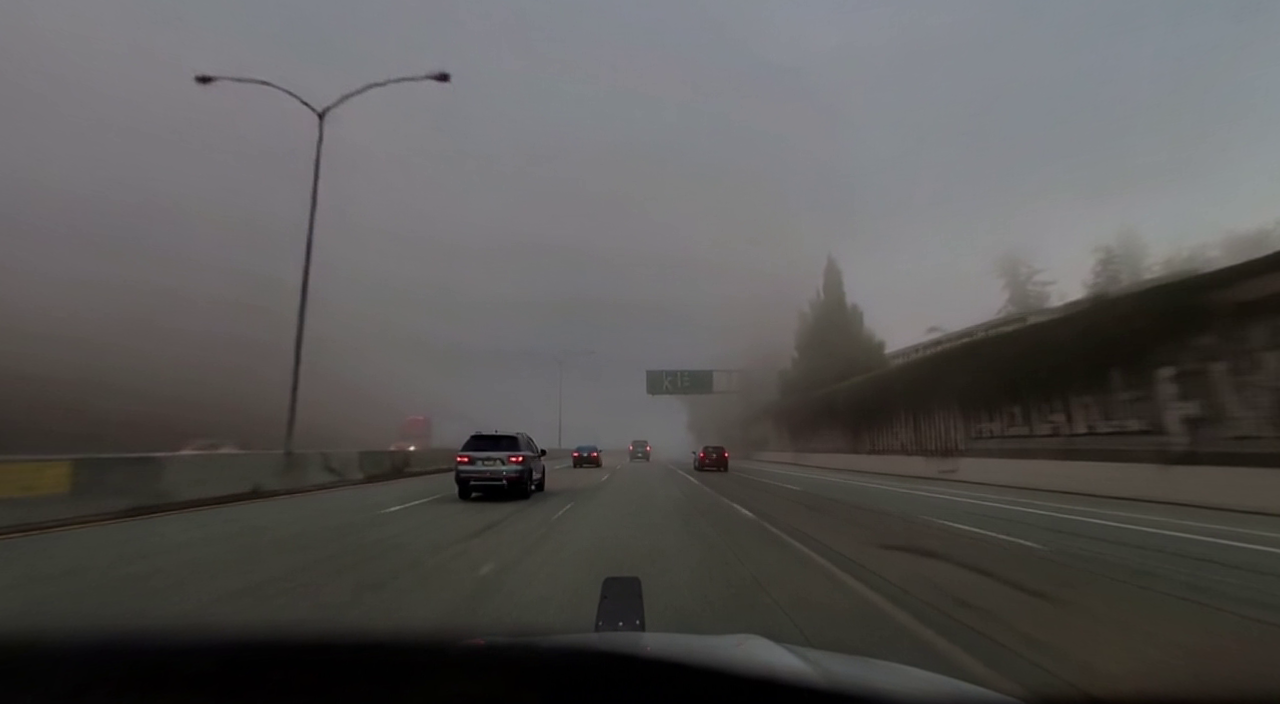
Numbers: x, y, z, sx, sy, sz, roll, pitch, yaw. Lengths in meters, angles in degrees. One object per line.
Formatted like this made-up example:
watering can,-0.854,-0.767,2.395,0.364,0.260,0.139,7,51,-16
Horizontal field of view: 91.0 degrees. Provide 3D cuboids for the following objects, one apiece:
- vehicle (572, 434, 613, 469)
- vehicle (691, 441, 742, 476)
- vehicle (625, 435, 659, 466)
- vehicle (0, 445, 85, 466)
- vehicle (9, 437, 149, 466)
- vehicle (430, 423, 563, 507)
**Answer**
vehicle,-3.146,6.712,42.666,2.378,2.214,4.352,0,-9,0
vehicle,4.117,5.821,34.689,2.224,1.752,4.487,1,-9,-1
vehicle,0.125,7.638,48.961,2.485,2.215,5.199,0,-9,0
vehicle,-38.670,6.641,40.433,4.193,1.265,1.917,0,-9,1
vehicle,-40.953,7.287,46.115,7.369,1.939,3.201,0,-9,3
vehicle,-3.491,2.907,16.628,2.184,1.819,5.441,0,-9,1
